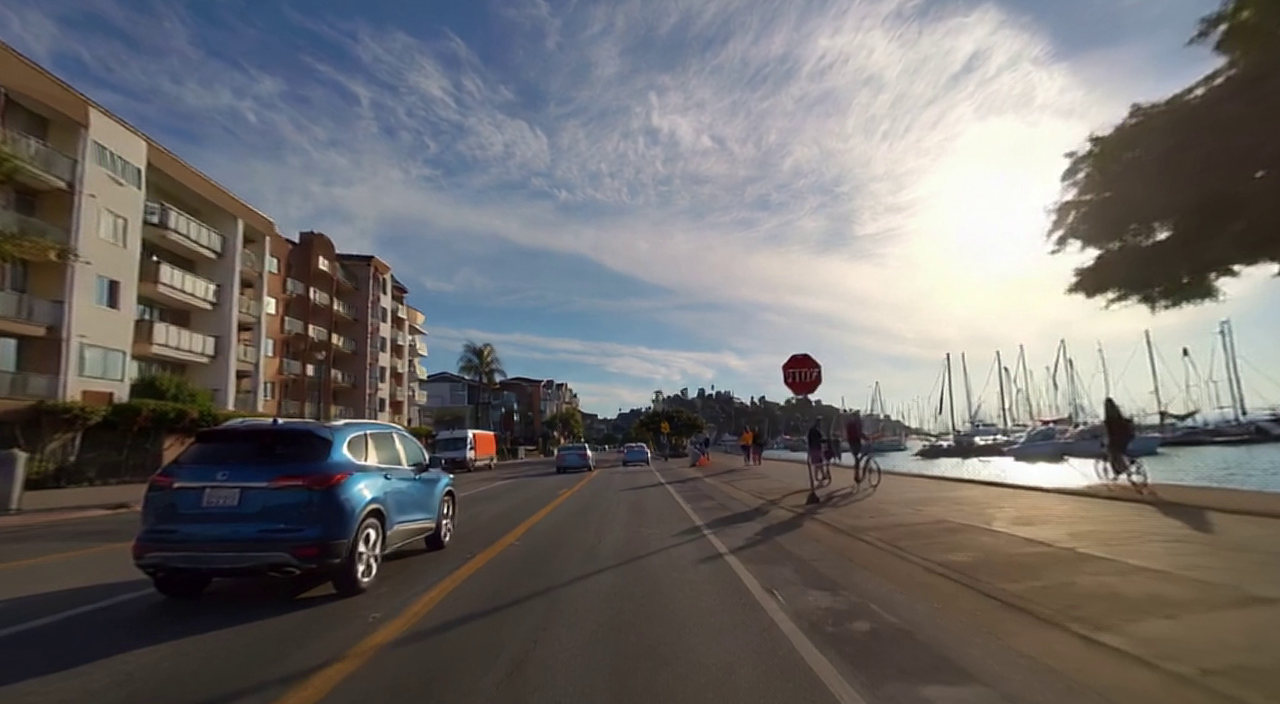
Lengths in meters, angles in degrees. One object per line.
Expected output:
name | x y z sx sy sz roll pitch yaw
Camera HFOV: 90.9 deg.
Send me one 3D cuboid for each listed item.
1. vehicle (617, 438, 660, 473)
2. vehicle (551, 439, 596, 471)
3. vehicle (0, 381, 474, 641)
vehicle | -0.069 5.263 32.055 2.057 1.624 3.726 0 -9 0
vehicle | -3.714 5.834 35.767 2.056 1.680 4.205 0 -9 1
vehicle | -3.494 1.481 6.863 2.082 1.817 4.724 0 -9 0
